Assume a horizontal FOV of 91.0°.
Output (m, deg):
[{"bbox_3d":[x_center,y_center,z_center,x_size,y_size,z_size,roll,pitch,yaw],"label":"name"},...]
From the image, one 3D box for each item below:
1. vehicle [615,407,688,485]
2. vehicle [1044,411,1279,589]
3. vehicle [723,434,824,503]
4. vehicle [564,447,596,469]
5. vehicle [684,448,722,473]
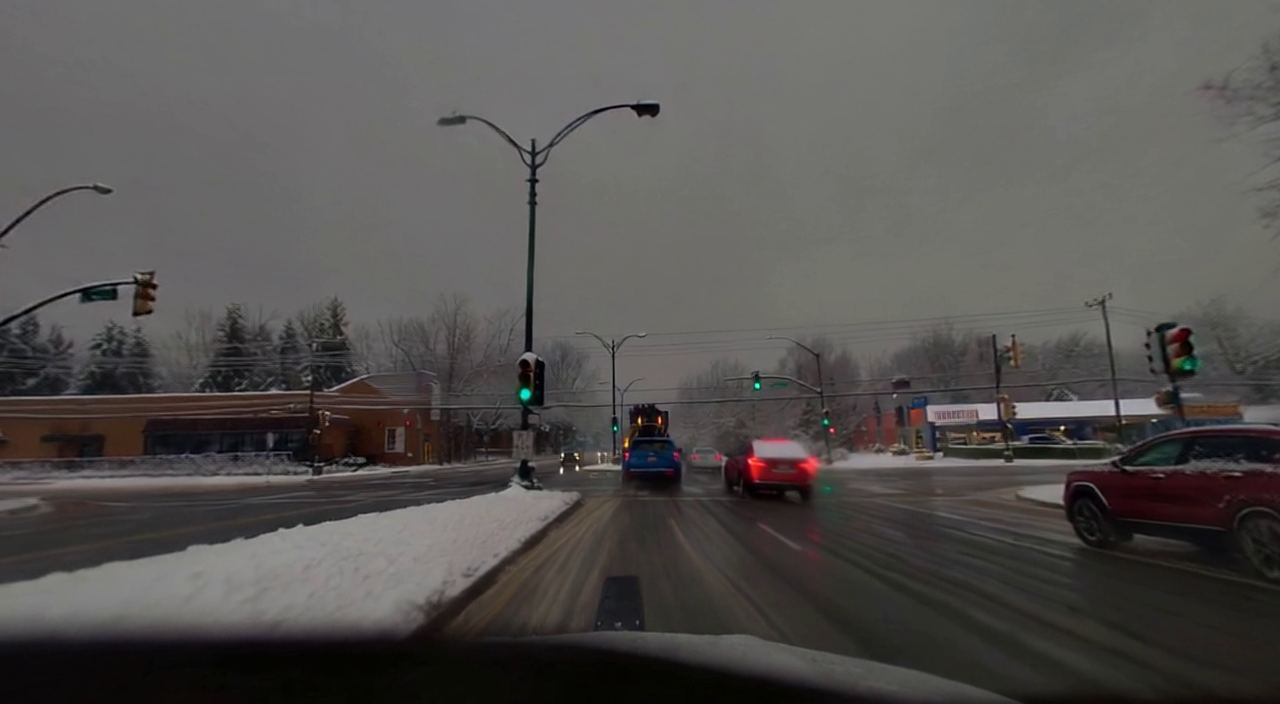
[{"bbox_3d":[0.409,3.399,22.914,2.370,2.518,3.858,-1,-8,1],"label":"vehicle"},{"bbox_3d":[7.173,1.619,7.327,1.982,1.698,4.408,0,-9,0],"label":"vehicle"},{"bbox_3d":[3.738,3.328,18.457,2.025,1.754,4.311,0,-9,0],"label":"vehicle"},{"bbox_3d":[-4.347,7.705,46.104,2.001,1.518,4.316,0,-9,-1],"label":"vehicle"},{"bbox_3d":[4.006,6.943,40.536,1.967,1.515,4.378,0,-9,-1],"label":"vehicle"}]
